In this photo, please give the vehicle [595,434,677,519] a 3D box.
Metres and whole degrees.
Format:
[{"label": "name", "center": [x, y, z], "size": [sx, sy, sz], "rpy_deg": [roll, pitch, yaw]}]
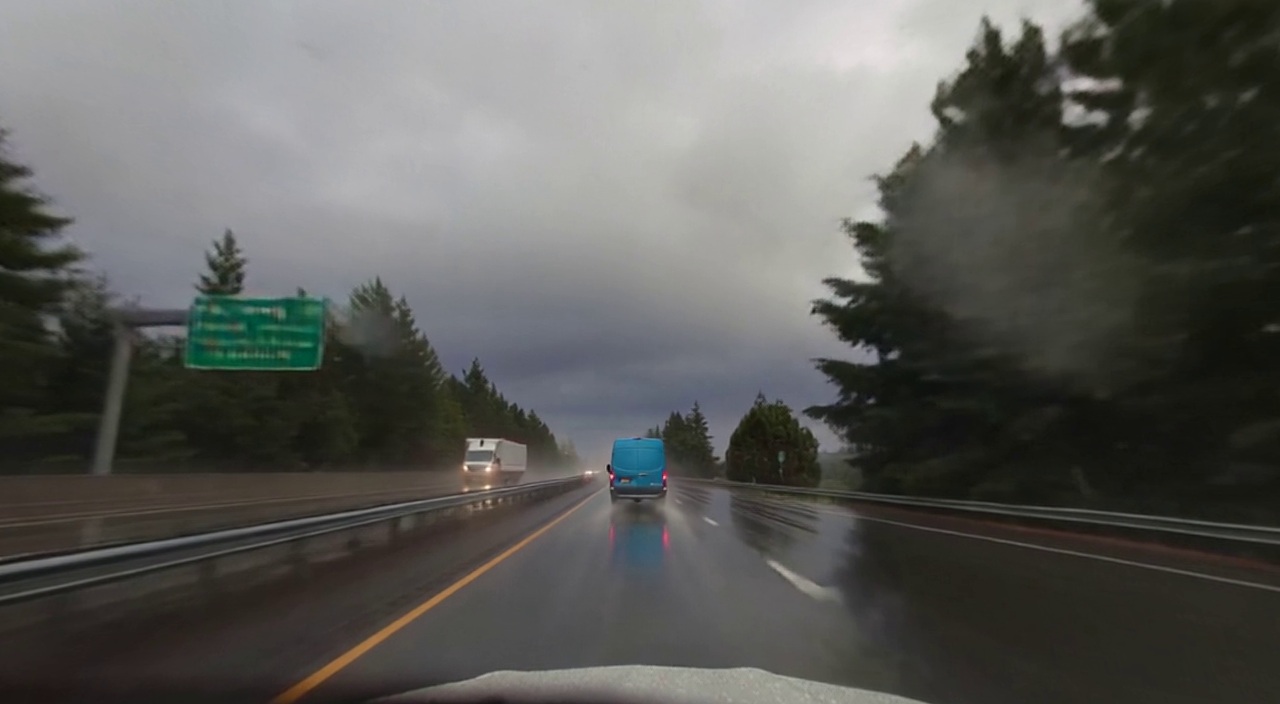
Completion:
[{"label": "vehicle", "center": [-0.246, 4.206, 21.589], "size": [2.375, 2.432, 6.161], "rpy_deg": [1, -10, -3]}]
